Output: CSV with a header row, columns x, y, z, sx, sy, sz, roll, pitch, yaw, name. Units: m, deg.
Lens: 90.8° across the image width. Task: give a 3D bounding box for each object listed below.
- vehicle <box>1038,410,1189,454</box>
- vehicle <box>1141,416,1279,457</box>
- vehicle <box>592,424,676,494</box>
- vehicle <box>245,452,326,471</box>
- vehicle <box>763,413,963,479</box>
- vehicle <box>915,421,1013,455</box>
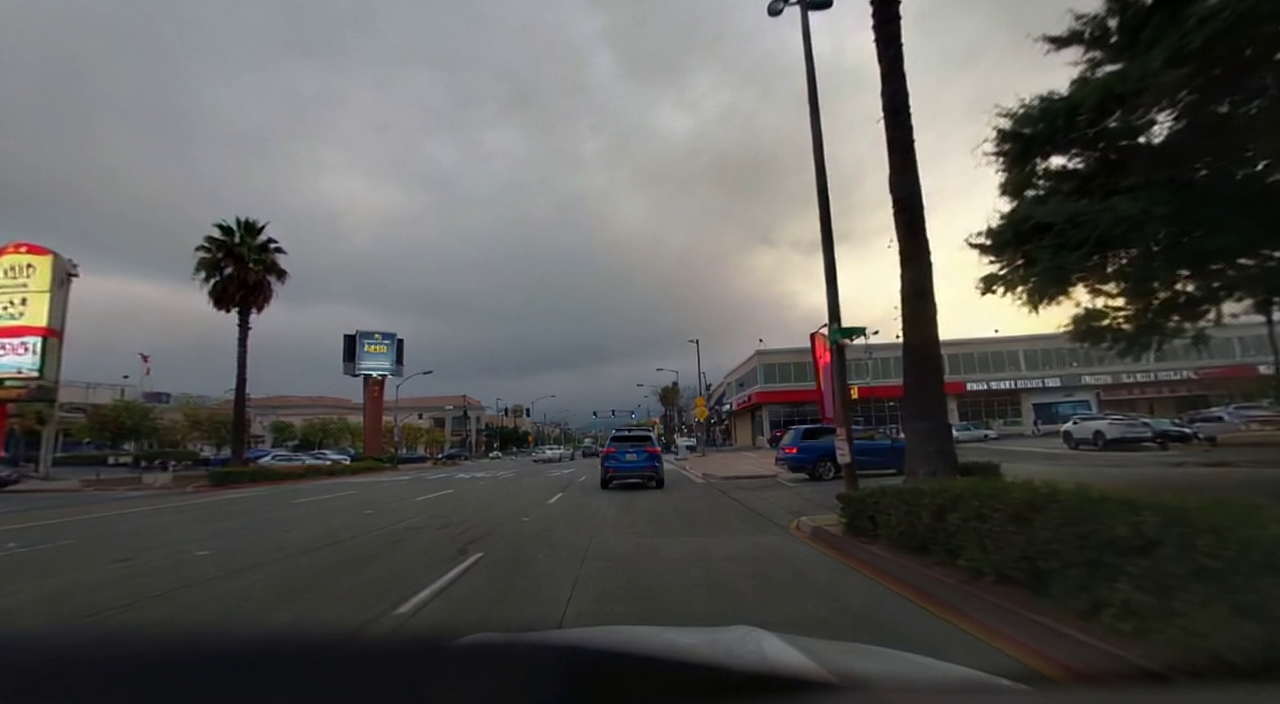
x,y,z,sx,sy,sz,roll,pitch,yaw,name
19.947,3.489,27.054,2.080,1.702,5.430,0,-9,-3,vehicle
24.168,3.597,26.747,1.867,1.571,4.153,3,-9,-20,vehicle
-0.195,3.134,18.736,2.234,1.818,3.869,0,-9,-1,vehicle
-26.836,8.268,47.998,5.154,1.343,1.943,4,-9,-23,vehicle
6.187,2.686,18.032,4.828,1.733,2.231,0,-9,-1,vehicle
16.378,4.357,31.832,4.918,1.595,2.213,6,-11,-34,vehicle
